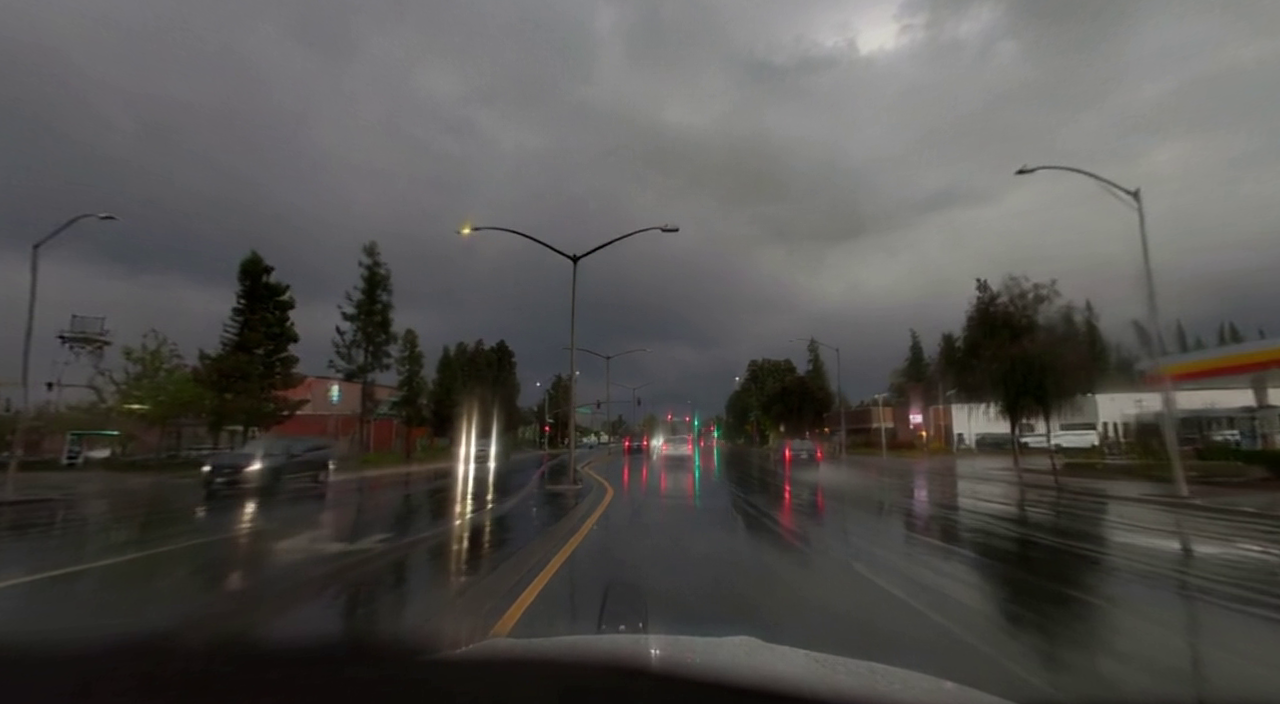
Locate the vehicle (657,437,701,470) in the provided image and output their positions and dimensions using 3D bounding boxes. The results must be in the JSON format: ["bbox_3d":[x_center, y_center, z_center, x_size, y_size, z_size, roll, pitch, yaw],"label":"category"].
[{"bbox_3d":[1.866,5.055,31.467,1.971,1.479,4.493,-1,-8,1],"label":"vehicle"}]

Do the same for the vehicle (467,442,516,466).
[{"bbox_3d":[-9.682,6.670,41.361,1.984,1.472,4.487,-1,-8,2],"label":"vehicle"}]

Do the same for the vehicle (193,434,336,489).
[{"bbox_3d":[-13.803,4.052,23.569,2.022,1.787,5.262,-1,-8,1],"label":"vehicle"}]

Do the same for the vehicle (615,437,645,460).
[{"bbox_3d":[-0.779,7.016,45.606,2.074,1.575,4.326,0,-9,-3],"label":"vehicle"}]

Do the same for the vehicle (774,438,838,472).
[{"bbox_3d":[7.996,5.010,30.698,1.918,1.484,4.456,0,-8,0],"label":"vehicle"}]
